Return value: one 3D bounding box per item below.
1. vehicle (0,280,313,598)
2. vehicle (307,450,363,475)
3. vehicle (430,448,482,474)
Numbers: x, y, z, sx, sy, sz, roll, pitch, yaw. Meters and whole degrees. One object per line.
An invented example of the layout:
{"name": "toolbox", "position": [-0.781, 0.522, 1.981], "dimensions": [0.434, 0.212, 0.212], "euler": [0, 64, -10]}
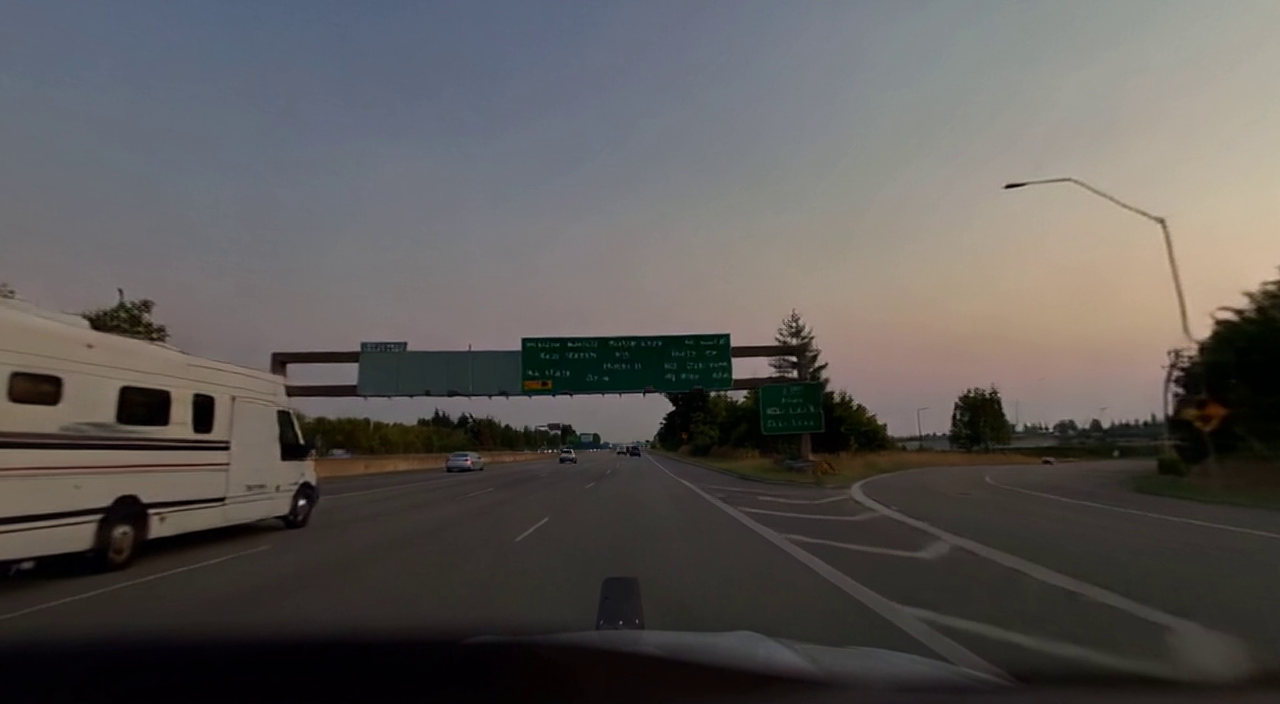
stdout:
{"name": "vehicle", "position": [-7.318, 1.062, 7.536], "dimensions": [2.747, 2.934, 7.411], "euler": [0, -8, 0]}
{"name": "vehicle", "position": [-19.286, 6.977, 40.044], "dimensions": [1.796, 1.472, 3.528], "euler": [0, -8, 0]}
{"name": "vehicle", "position": [-11.383, 6.745, 39.317], "dimensions": [1.981, 1.503, 4.207], "euler": [0, -8, 1]}
